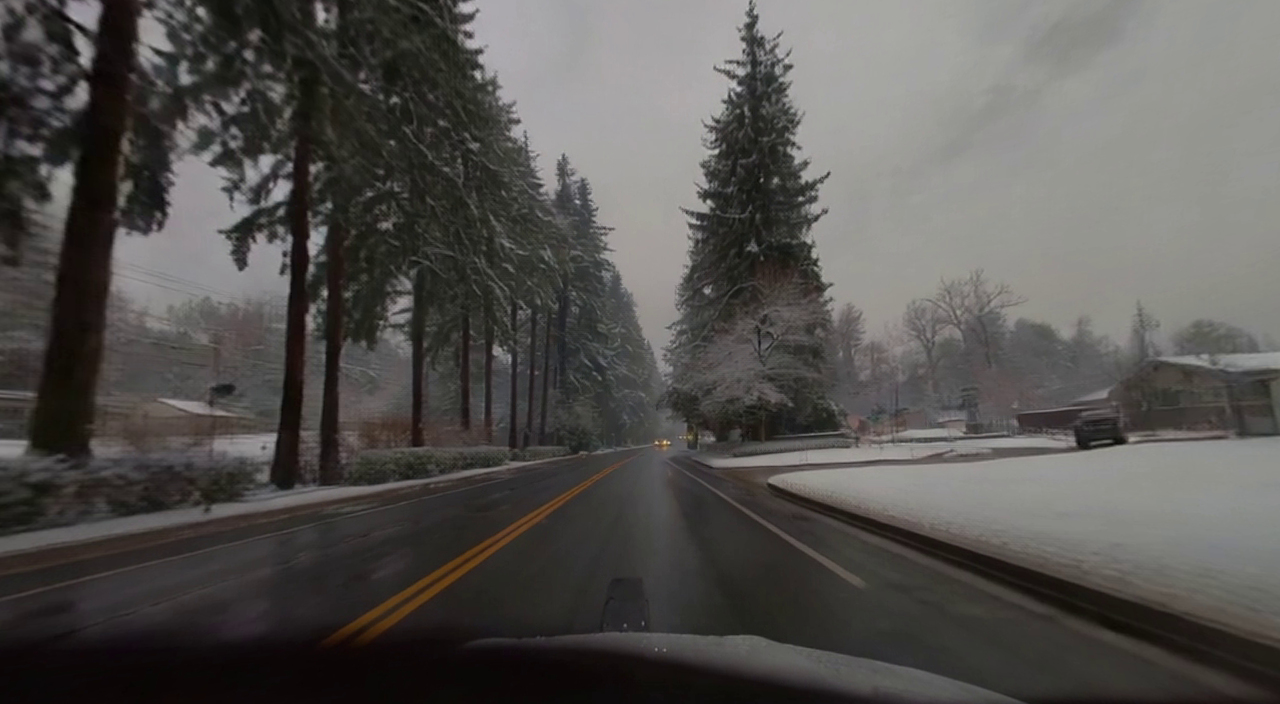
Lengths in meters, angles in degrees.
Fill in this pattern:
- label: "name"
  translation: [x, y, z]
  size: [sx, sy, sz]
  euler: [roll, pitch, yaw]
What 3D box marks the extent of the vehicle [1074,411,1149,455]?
- label: "vehicle"
  translation: [21.858, 3.803, 29.399]
  size: [1.889, 1.853, 4.207]
  euler: [-4, -9, 25]
